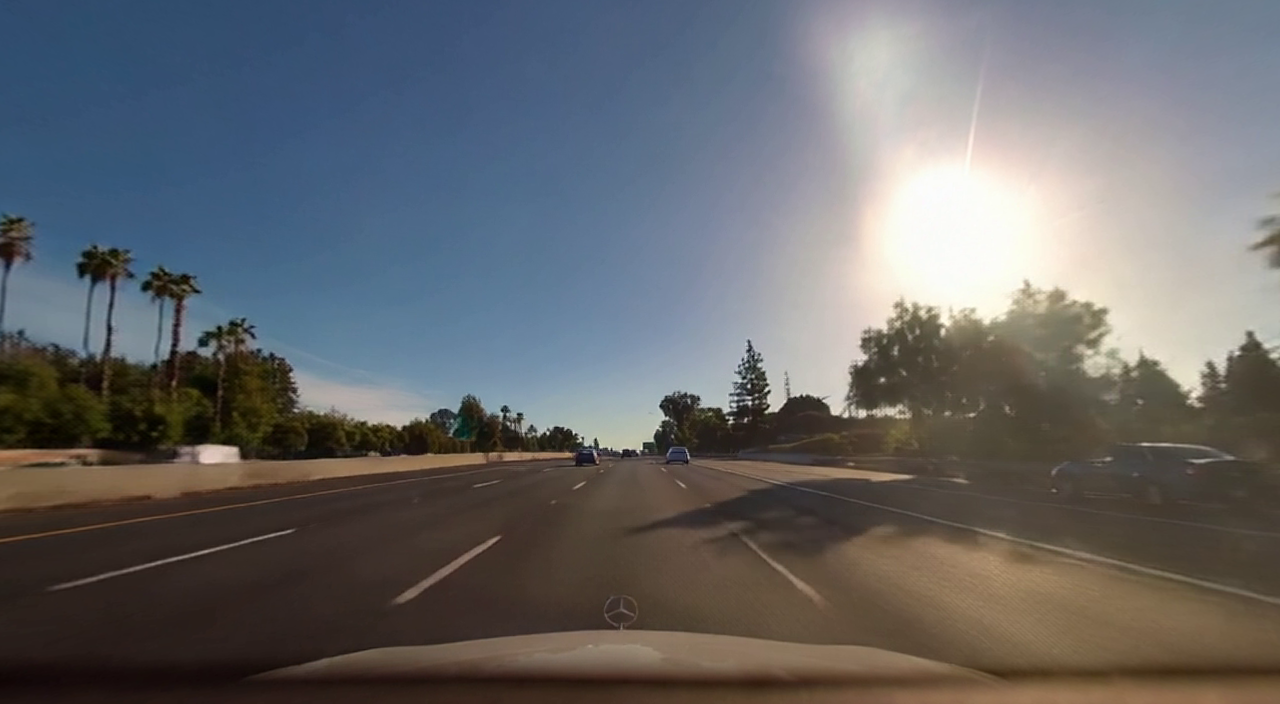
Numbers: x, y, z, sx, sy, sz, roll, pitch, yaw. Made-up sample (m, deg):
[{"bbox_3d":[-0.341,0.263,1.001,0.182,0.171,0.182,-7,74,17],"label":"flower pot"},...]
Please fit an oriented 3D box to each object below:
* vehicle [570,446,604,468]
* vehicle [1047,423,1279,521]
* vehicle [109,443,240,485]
[{"bbox_3d":[-3.782,7.524,45.405,2.052,1.510,4.301,0,-9,0],"label":"vehicle"},{"bbox_3d":[12.103,2.597,14.225,2.344,1.783,5.196,0,-9,-1],"label":"vehicle"},{"bbox_3d":[-19.829,4.763,27.245,1.902,1.599,4.863,0,-9,0],"label":"vehicle"}]
